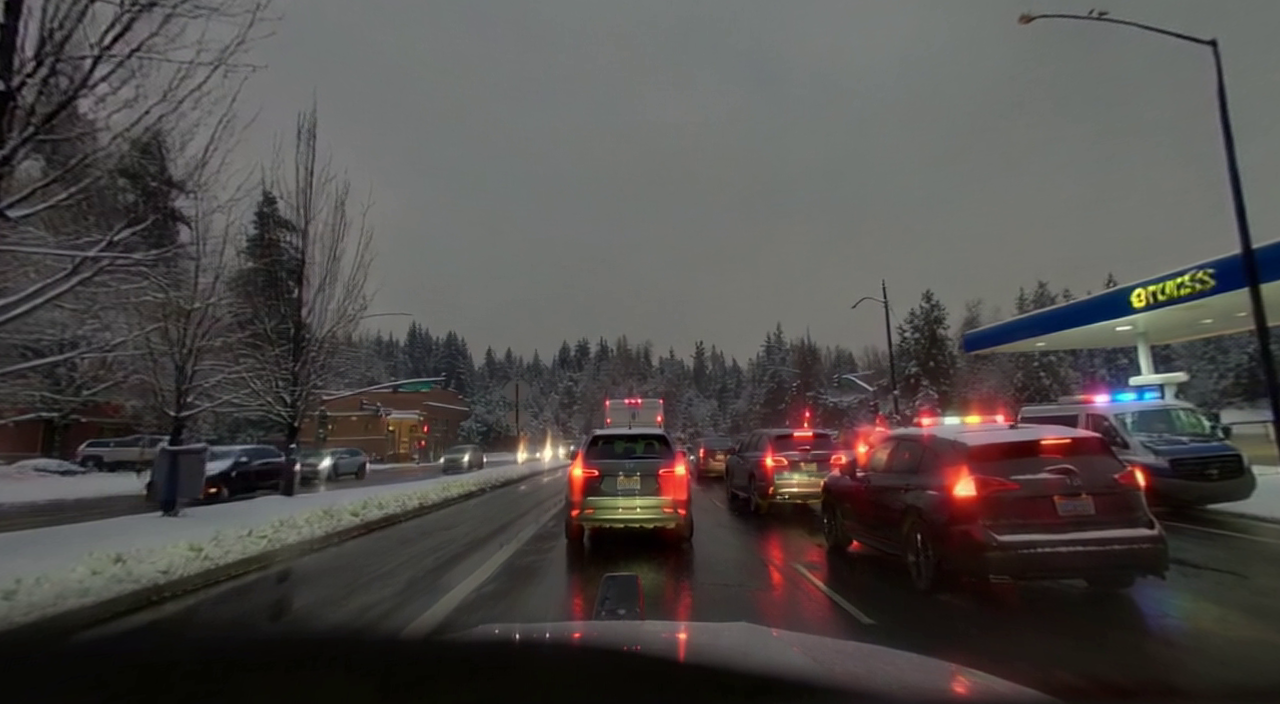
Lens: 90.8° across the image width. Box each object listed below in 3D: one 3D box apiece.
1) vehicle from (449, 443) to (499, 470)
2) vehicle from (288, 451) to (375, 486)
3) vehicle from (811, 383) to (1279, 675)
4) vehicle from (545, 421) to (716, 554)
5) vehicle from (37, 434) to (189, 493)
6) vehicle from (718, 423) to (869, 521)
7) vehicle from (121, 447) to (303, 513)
[{"bbox_3d":[-11.117,7.014,42.685,2.055,1.663,4.637,0,-9,0],"label":"vehicle"},{"bbox_3d":[-14.497,5.453,30.006,1.883,1.479,4.471,0,-9,-1],"label":"vehicle"},{"bbox_3d":[3.361,1.364,6.010,2.056,1.700,4.399,0,-9,-3],"label":"vehicle"},{"bbox_3d":[-0.167,1.953,9.739,2.106,1.613,3.697,0,-9,-1],"label":"vehicle"},{"bbox_3d":[-26.955,5.707,32.747,2.571,2.711,6.027,0,-9,0],"label":"vehicle"},{"bbox_3d":[2.918,2.391,13.059,1.995,1.677,4.106,0,-9,-1],"label":"vehicle"},{"bbox_3d":[-11.347,3.371,17.207,1.955,1.546,4.232,0,-9,0],"label":"vehicle"}]
